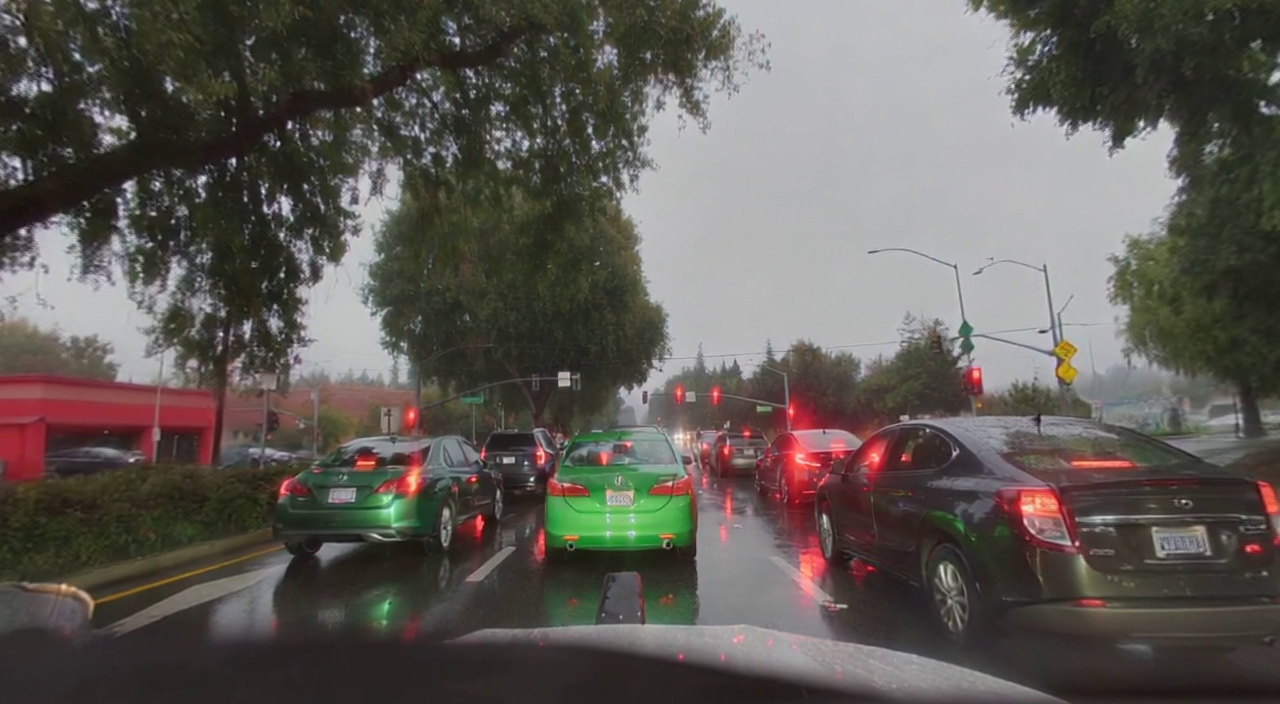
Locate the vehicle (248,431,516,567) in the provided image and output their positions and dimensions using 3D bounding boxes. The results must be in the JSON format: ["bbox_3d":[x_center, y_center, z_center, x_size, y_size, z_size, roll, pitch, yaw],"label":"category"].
[{"bbox_3d":[-3.202,1.893,8.944,1.917,1.441,4.128,-1,-8,2],"label":"vehicle"}]

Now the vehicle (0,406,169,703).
[{"bbox_3d":[-3.353,0.710,0.853,1.863,1.448,4.697,0,-8,-1],"label":"vehicle"}]

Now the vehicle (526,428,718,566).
[{"bbox_3d":[-0.205,1.831,8.713,2.041,1.450,3.847,0,-8,0],"label":"vehicle"}]

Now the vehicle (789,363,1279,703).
[{"bbox_3d":[3.003,1.239,5.476,2.196,1.676,4.865,0,-8,0],"label":"vehicle"}]
